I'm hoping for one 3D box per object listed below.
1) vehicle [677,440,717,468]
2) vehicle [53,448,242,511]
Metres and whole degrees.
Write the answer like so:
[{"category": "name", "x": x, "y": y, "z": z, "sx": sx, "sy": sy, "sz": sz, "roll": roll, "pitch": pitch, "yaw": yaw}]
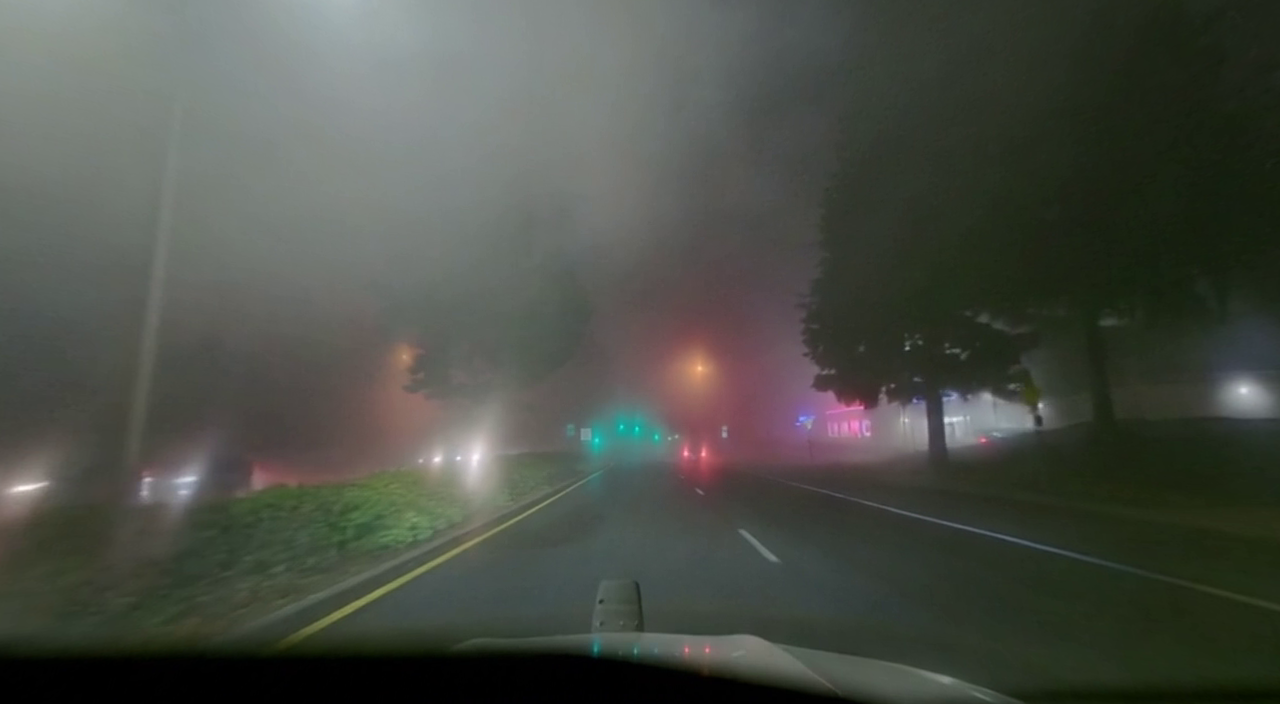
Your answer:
[{"category": "vehicle", "x": 3.414, "y": 6.184, "z": 38.412, "sx": 1.961, "sy": 1.580, "sz": 4.020, "roll": 0, "pitch": -8, "yaw": -2}, {"category": "vehicle", "x": -14.092, "y": 3.631, "z": 18.545, "sx": 1.962, "sy": 1.574, "sz": 4.612, "roll": 0, "pitch": -8, "yaw": -2}]
